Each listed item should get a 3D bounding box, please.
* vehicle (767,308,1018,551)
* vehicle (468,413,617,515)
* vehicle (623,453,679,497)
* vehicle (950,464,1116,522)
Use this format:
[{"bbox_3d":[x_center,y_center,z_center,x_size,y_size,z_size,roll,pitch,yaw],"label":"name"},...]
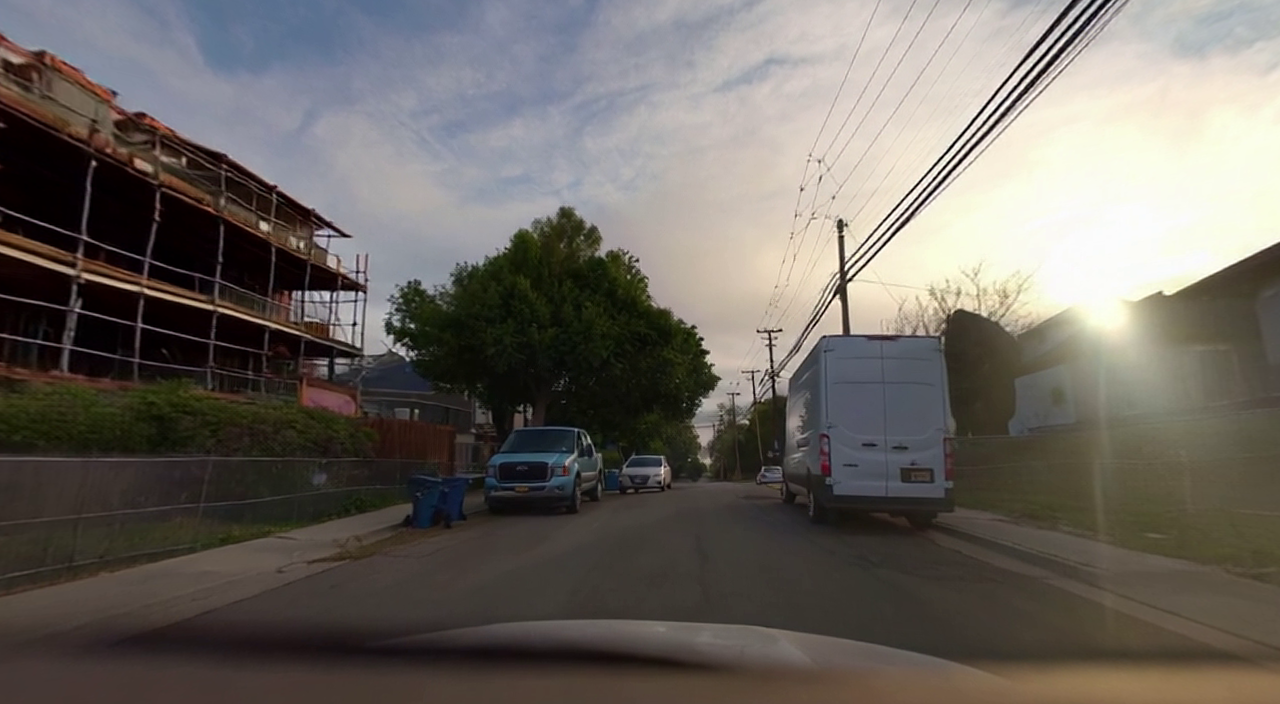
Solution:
[{"bbox_3d":[4.940,1.906,14.968,2.915,3.793,9.963,0,-8,7],"label":"vehicle"},{"bbox_3d":[-2.102,2.510,15.129,2.171,1.910,4.789,-2,-5,8],"label":"vehicle"},{"bbox_3d":[0.651,6.087,31.559,2.257,1.916,5.089,-1,-9,7],"label":"vehicle"},{"bbox_3d":[15.744,5.641,25.555,5.321,1.857,1.976,-2,-3,14],"label":"vehicle"}]
